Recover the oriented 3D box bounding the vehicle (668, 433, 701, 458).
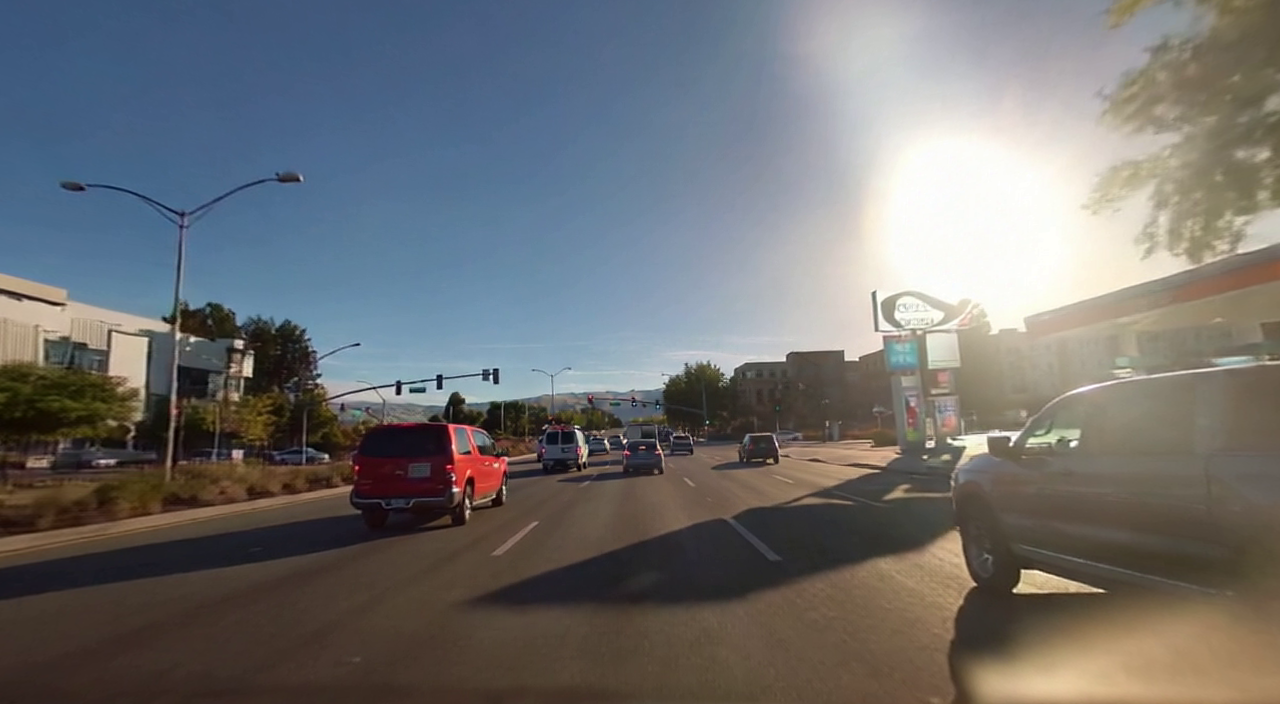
[{"bbox_3d":[3.481,7.417,49.763,2.193,1.795,5.130,0,-8,0],"label":"vehicle"}]

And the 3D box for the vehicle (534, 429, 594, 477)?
[{"bbox_3d":[-3.311,4.533,28.437,2.025,1.936,4.995,0,-8,1],"label":"vehicle"}]

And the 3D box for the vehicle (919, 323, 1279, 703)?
[{"bbox_3d":[3.778,0.929,3.703,2.055,1.786,4.817,0,-8,1],"label":"vehicle"}]

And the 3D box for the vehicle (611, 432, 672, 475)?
[{"bbox_3d":[0.064,4.501,27.966,2.426,1.703,5.602,0,-8,0],"label":"vehicle"}]

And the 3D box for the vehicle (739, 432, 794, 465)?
[{"bbox_3d":[7.065,5.461,35.567,2.119,1.696,4.623,0,-8,0],"label":"vehicle"}]

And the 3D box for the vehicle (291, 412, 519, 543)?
[{"bbox_3d":[-3.681,2.082,11.138,2.002,1.747,5.173,0,-8,0],"label":"vehicle"}]
